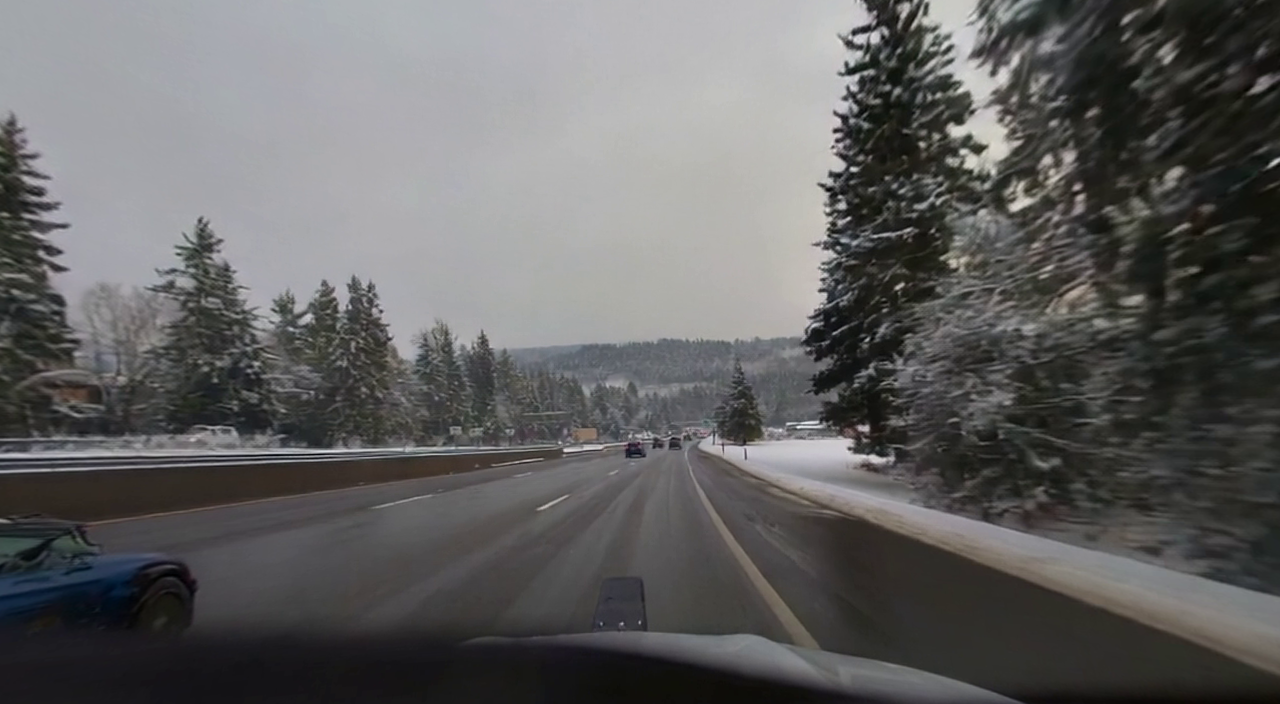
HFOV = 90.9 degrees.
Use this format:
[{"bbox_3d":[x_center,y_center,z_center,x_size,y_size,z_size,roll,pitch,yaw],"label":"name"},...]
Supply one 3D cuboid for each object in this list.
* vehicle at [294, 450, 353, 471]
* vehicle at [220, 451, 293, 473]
[{"bbox_3d":[-23.953,8.221,47.875,1.883,1.426,3.958,-1,-8,10],"label":"vehicle"},{"bbox_3d":[-27.752,7.940,45.845,1.964,1.444,4.565,-1,-8,10],"label":"vehicle"}]
